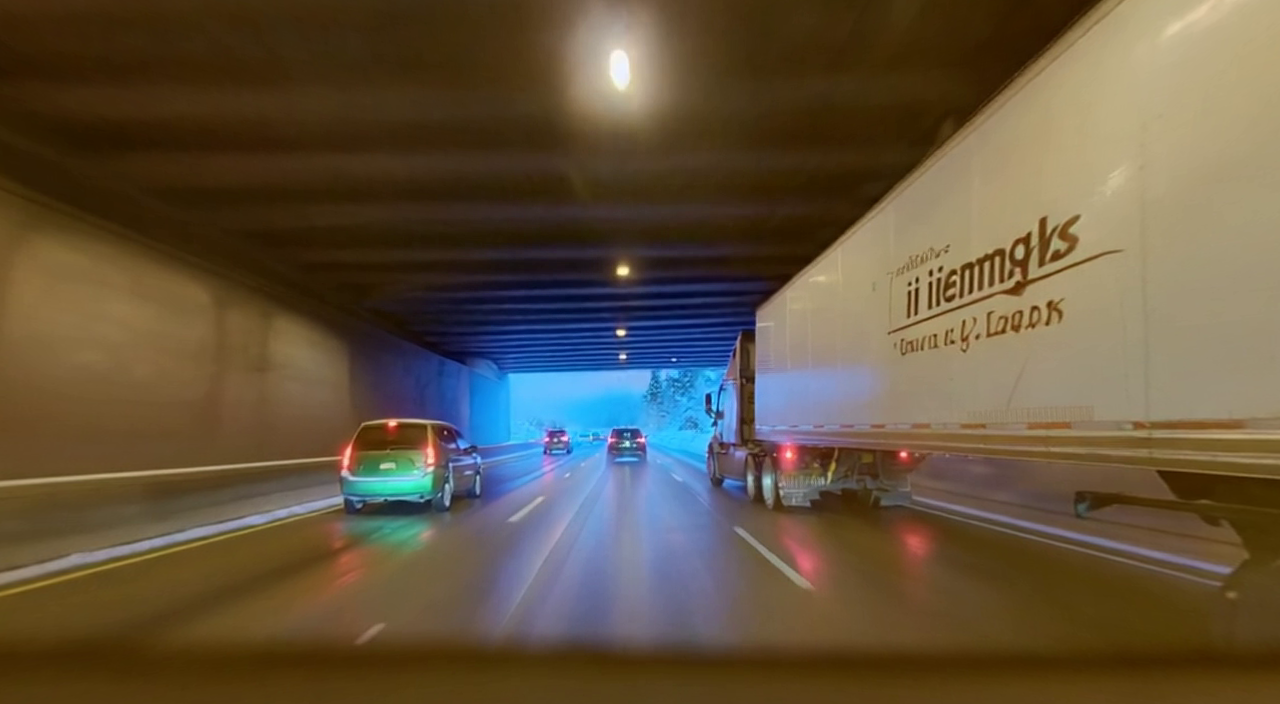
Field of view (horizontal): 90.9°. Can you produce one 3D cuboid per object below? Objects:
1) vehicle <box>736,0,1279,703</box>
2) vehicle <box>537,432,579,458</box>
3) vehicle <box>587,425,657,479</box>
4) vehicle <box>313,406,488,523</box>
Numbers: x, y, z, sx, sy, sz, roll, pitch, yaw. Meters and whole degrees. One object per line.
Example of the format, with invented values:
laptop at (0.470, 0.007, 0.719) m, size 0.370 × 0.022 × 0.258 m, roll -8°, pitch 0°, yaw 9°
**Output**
vehicle at (3.672, 0.149, 6.490) m, size 2.842 × 4.108 × 14.081 m, roll 0°, pitch -8°, yaw -1°
vehicle at (-4.797, 5.492, 37.262) m, size 2.019 × 1.435 × 4.317 m, roll 0°, pitch -8°, yaw -2°
vehicle at (-0.576, 3.243, 20.723) m, size 2.094 × 1.600 × 3.666 m, roll 0°, pitch -8°, yaw -1°
vehicle at (-3.845, 1.833, 10.673) m, size 1.826 × 1.695 × 2.870 m, roll 0°, pitch -8°, yaw -1°
